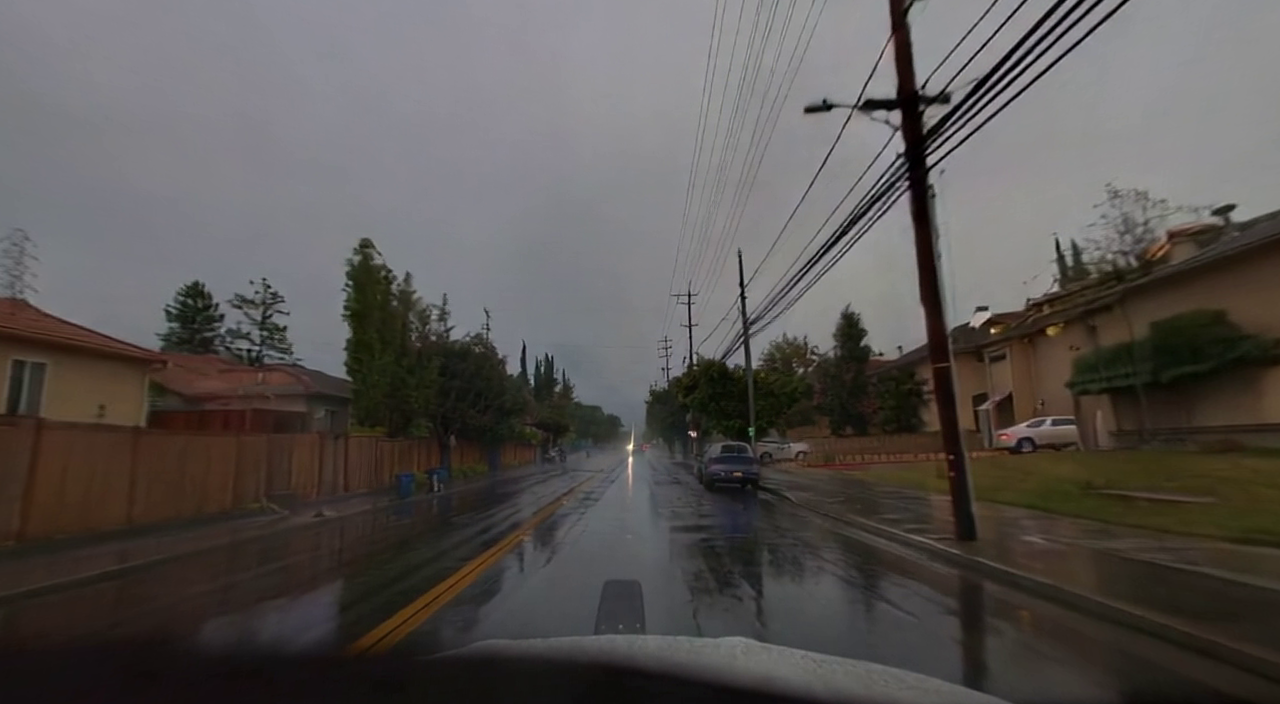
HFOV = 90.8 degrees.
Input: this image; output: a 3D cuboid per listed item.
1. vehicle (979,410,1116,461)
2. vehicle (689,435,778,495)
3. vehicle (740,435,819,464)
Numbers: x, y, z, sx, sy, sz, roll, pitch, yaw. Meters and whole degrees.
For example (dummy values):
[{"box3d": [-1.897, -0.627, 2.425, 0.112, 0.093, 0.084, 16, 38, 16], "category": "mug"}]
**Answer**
[{"box3d": [18.102, 3.753, 28.273, 4.457, 1.780, 2.170, -5, -9, 0], "category": "vehicle"}, {"box3d": [2.891, 3.635, 20.612, 2.108, 1.710, 4.499, 0, -9, -1], "category": "vehicle"}, {"box3d": [8.927, 6.281, 40.781, 4.585, 1.823, 1.991, 0, -9, 1], "category": "vehicle"}]
